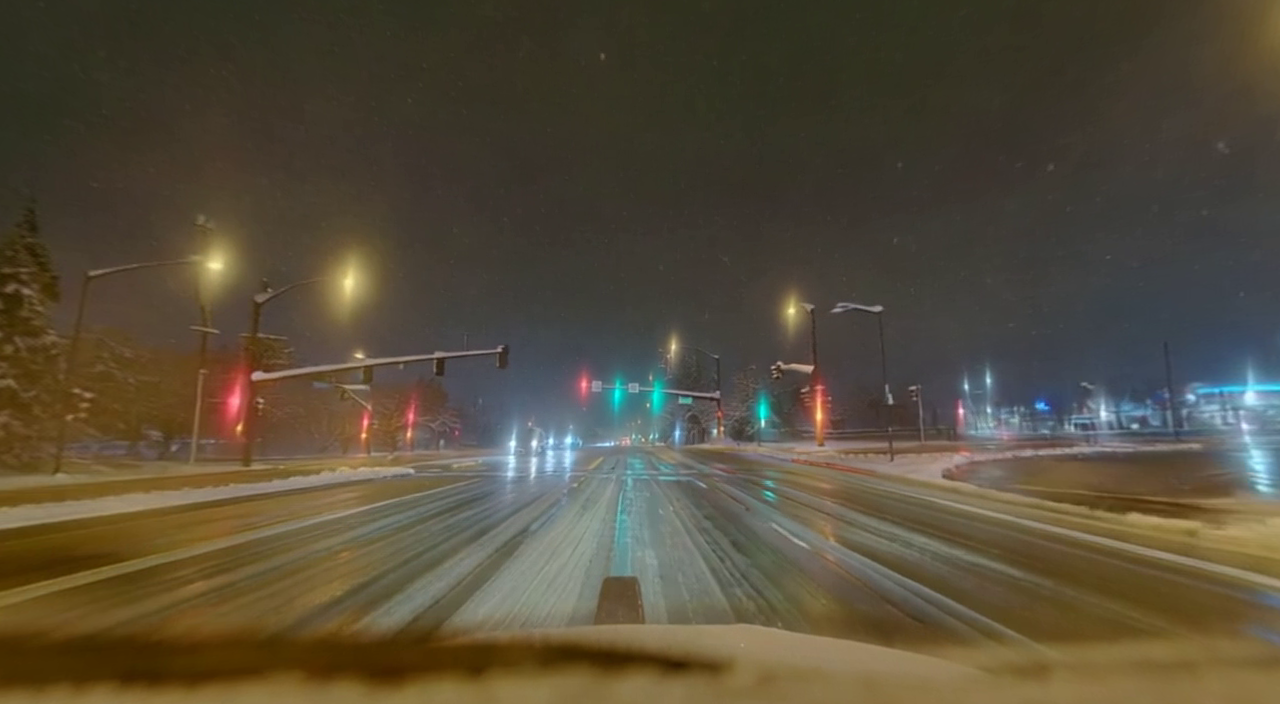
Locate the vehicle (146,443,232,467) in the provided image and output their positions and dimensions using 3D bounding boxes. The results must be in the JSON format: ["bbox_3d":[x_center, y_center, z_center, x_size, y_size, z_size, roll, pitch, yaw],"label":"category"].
[{"bbox_3d":[-35.434,8.105,49.731,5.040,1.826,2.155,0,-8,-3],"label":"vehicle"}]

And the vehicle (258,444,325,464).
[{"bbox_3d":[-27.032,7.911,49.052,4.444,1.457,1.927,-2,-9,16],"label":"vehicle"}]

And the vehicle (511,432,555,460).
[{"bbox_3d":[-6.900,6.155,41.337,2.074,1.692,4.333,0,-8,1],"label":"vehicle"}]
